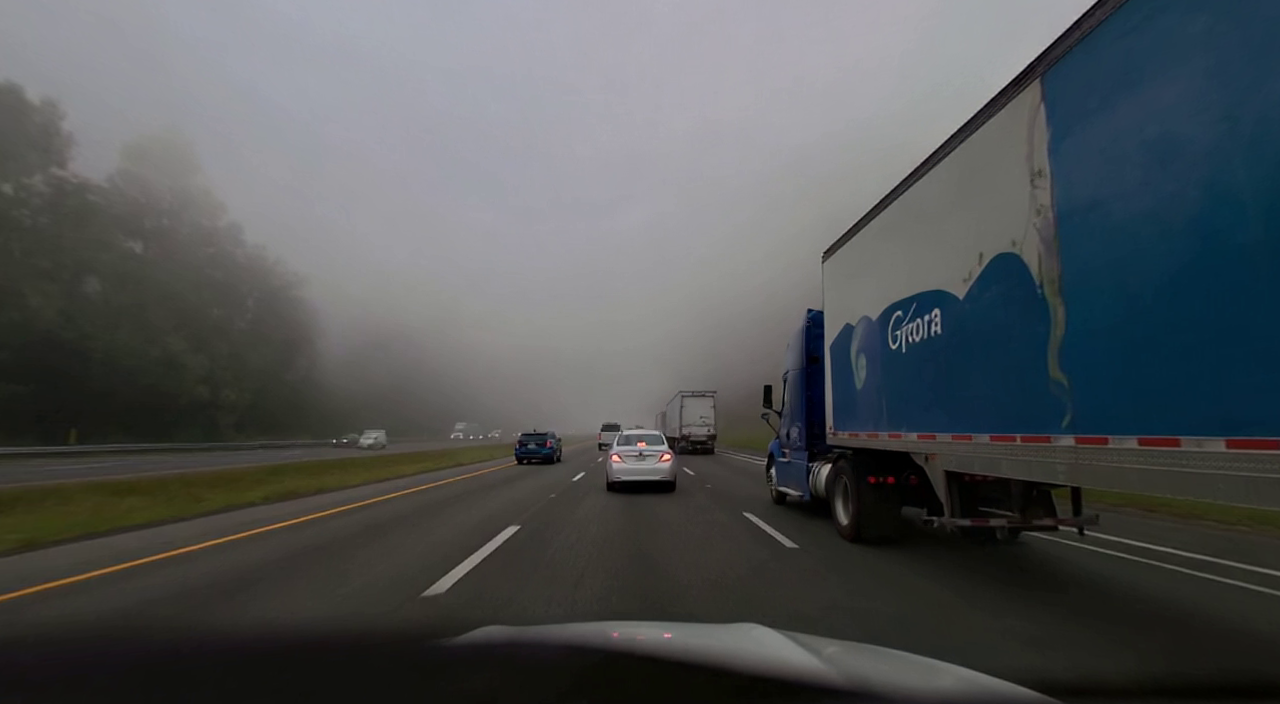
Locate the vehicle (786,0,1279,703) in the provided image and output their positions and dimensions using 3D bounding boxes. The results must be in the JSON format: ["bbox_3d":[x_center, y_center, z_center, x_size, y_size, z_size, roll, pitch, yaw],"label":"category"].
[{"bbox_3d":[4.142,-0.140,4.225,2.816,4.070,14.136,0,-8,-1],"label":"vehicle"}]

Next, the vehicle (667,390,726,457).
[{"bbox_3d":[3.701,5.237,45.237,2.869,4.067,13.731,0,-8,-1],"label":"vehicle"}]

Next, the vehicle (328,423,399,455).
[{"bbox_3d":[-19.268,6.074,44.235,2.338,2.020,5.417,0,-7,2],"label":"vehicle"}]

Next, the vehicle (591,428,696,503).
[{"bbox_3d":[0.021,2.440,14.062,2.021,1.435,3.611,0,-8,-2],"label":"vehicle"}]

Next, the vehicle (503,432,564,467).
[{"bbox_3d":[-4.666,4.322,28.326,1.983,1.434,4.451,0,-8,0],"label":"vehicle"}]
